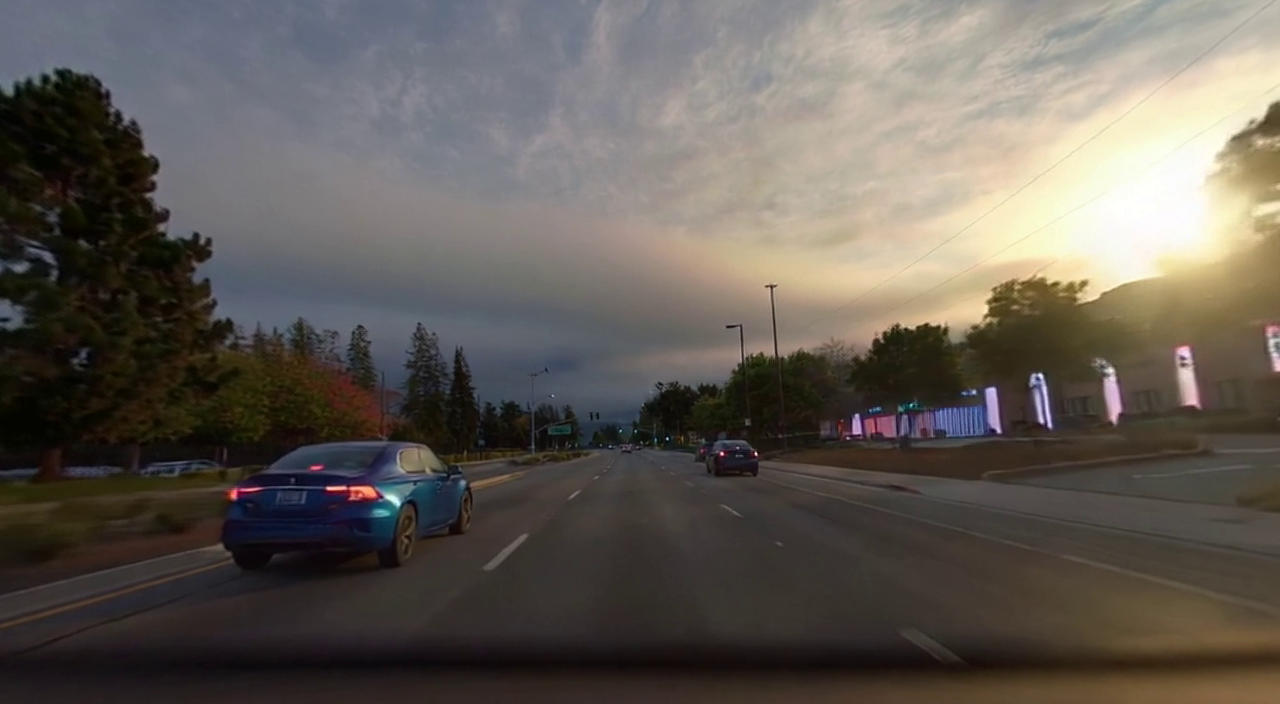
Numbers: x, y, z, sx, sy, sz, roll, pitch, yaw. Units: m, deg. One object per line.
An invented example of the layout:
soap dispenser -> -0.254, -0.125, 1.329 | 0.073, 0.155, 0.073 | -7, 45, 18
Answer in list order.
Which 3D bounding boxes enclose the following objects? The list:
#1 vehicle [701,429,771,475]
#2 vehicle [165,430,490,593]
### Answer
vehicle -> 4.517, 4.842, 30.823 | 2.476, 2.016, 5.586 | 0, -8, 0
vehicle -> -3.396, 1.794, 8.038 | 2.017, 1.470, 4.293 | 0, -8, -1
